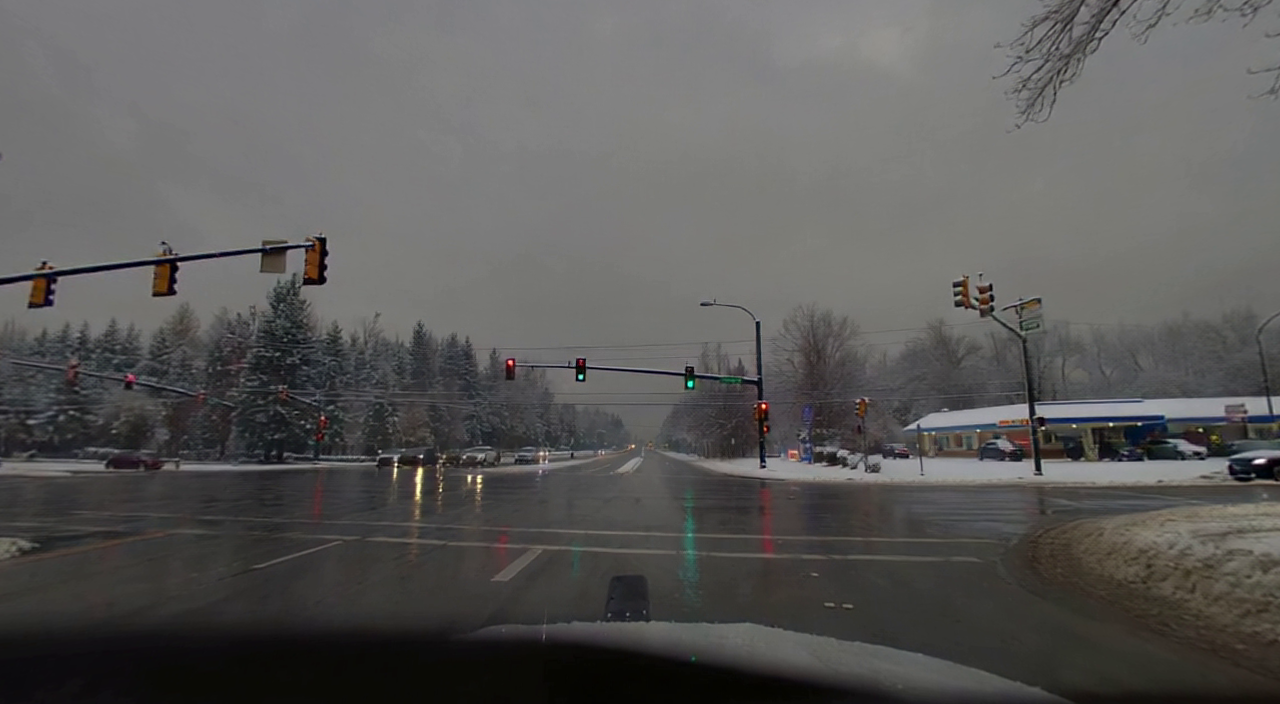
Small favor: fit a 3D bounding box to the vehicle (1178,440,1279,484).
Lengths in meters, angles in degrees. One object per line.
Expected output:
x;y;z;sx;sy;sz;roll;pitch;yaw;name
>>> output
22.092;3.786;21.834;4.716;1.455;2.060;-3;-9;17;vehicle
